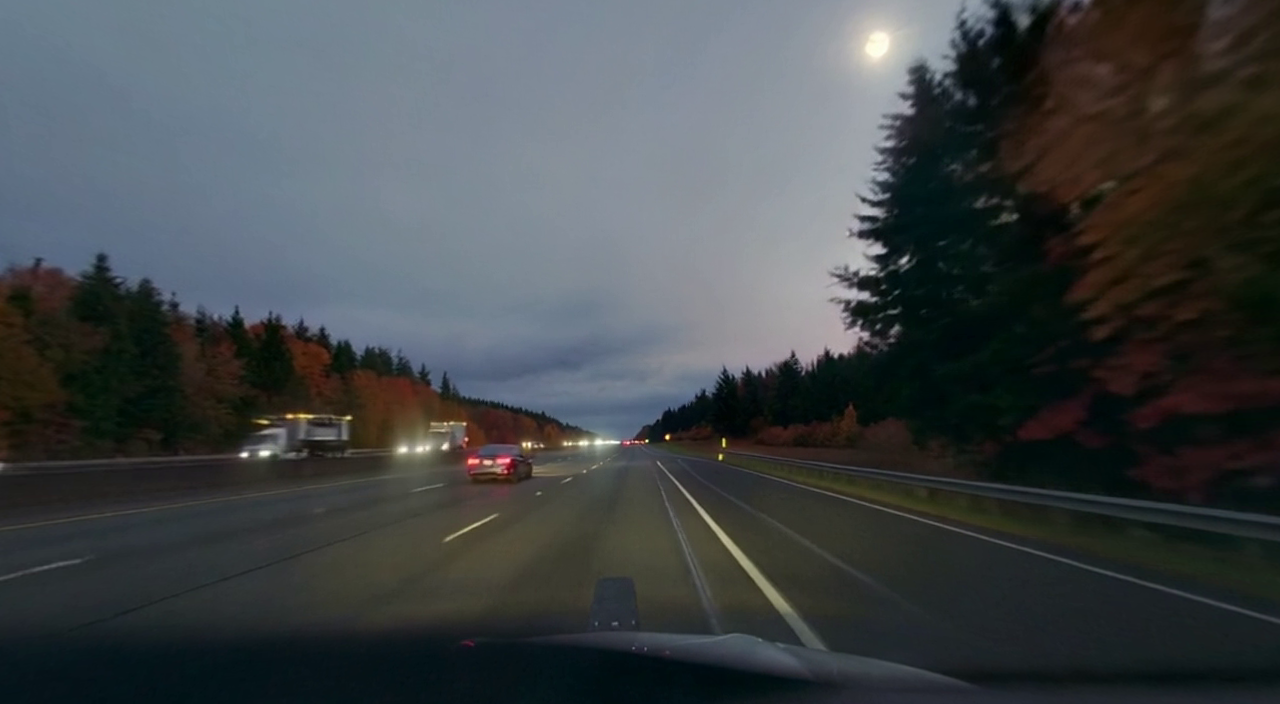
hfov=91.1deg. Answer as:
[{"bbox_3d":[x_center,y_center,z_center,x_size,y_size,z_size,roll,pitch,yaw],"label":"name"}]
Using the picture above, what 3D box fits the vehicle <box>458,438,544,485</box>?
[{"bbox_3d":[-4.782,3.808,22.289,2.004,1.497,4.260,0,-8,1],"label":"vehicle"}]
